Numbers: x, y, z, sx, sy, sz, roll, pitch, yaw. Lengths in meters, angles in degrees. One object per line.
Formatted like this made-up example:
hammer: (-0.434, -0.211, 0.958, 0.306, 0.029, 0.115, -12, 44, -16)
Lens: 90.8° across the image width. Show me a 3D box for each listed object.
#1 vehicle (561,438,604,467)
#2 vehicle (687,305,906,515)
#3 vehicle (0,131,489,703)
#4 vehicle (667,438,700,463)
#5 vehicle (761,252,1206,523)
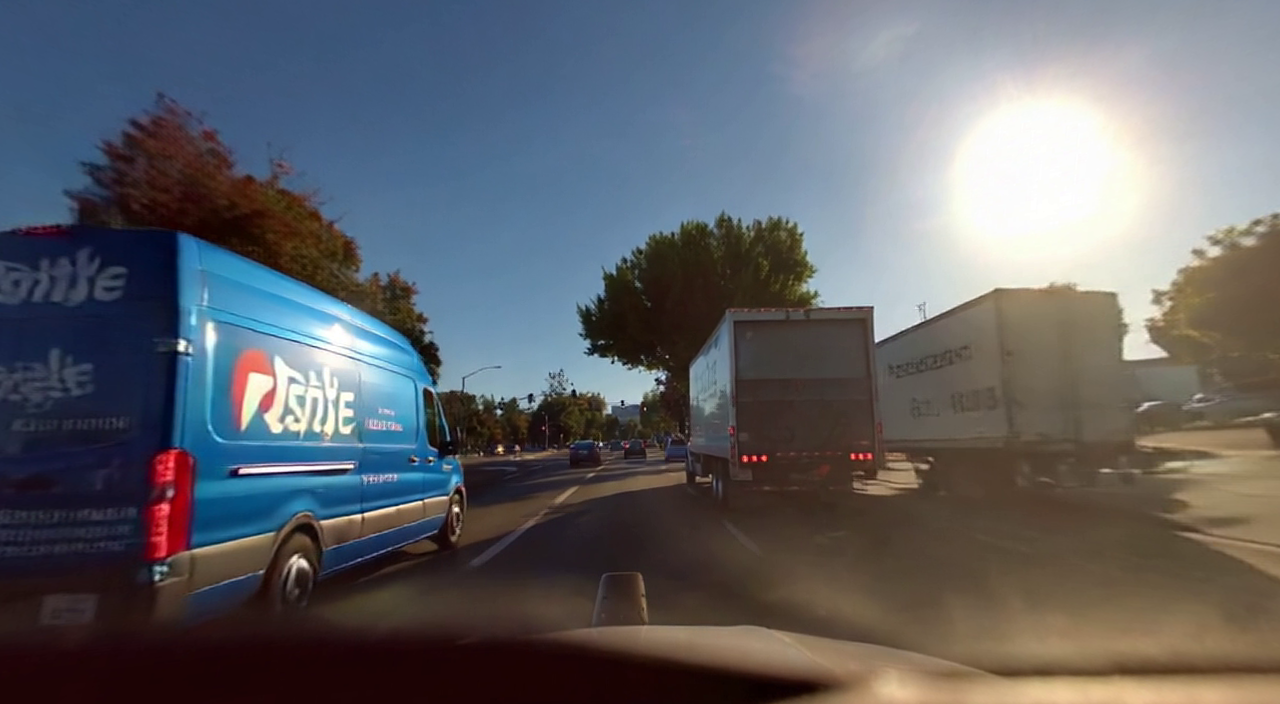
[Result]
vehicle: (-3.701, 6.579, 41.579, 2.356, 1.766, 5.674, 0, -9, 0)
vehicle: (2.966, 1.692, 15.536, 2.861, 3.525, 9.858, 0, -9, 0)
vehicle: (-3.509, 0.849, 5.945, 2.443, 2.784, 6.493, 0, -9, 1)
vehicle: (2.909, 6.698, 43.038, 1.869, 1.616, 4.346, 0, -9, 0)
vehicle: (6.872, 1.801, 18.211, 2.941, 4.060, 16.879, -4, -9, -1)
